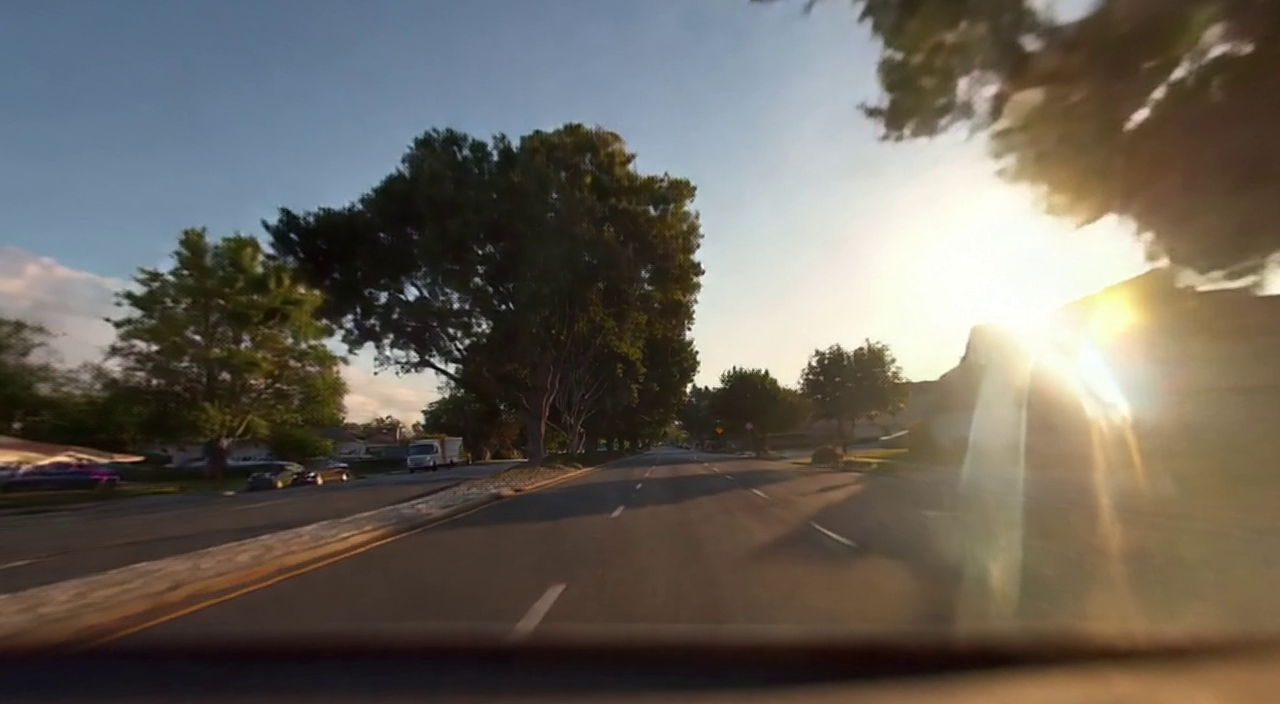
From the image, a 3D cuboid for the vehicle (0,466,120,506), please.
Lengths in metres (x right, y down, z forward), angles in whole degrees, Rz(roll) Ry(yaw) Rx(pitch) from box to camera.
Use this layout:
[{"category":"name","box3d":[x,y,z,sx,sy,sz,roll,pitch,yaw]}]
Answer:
[{"category":"vehicle","box3d":[-29.147,6.624,31.476,1.870,1.601,5.128,0,-8,0]}]

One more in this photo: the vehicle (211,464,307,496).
[{"category":"vehicle","box3d":[-19.914,6.687,33.172,1.929,1.393,4.611,-1,-8,4]}]

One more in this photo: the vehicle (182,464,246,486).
[{"category":"vehicle","box3d":[-29.366,8.470,43.507,1.610,1.378,3.889,-2,-10,0]}]

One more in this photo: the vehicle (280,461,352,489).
[{"category":"vehicle","box3d":[-19.703,7.462,38.505,1.820,1.459,4.559,-1,-8,3]}]

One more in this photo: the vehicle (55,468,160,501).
[{"category":"vehicle","box3d":[-26.634,6.608,31.677,1.872,1.413,3.806,-1,-9,1]}]
